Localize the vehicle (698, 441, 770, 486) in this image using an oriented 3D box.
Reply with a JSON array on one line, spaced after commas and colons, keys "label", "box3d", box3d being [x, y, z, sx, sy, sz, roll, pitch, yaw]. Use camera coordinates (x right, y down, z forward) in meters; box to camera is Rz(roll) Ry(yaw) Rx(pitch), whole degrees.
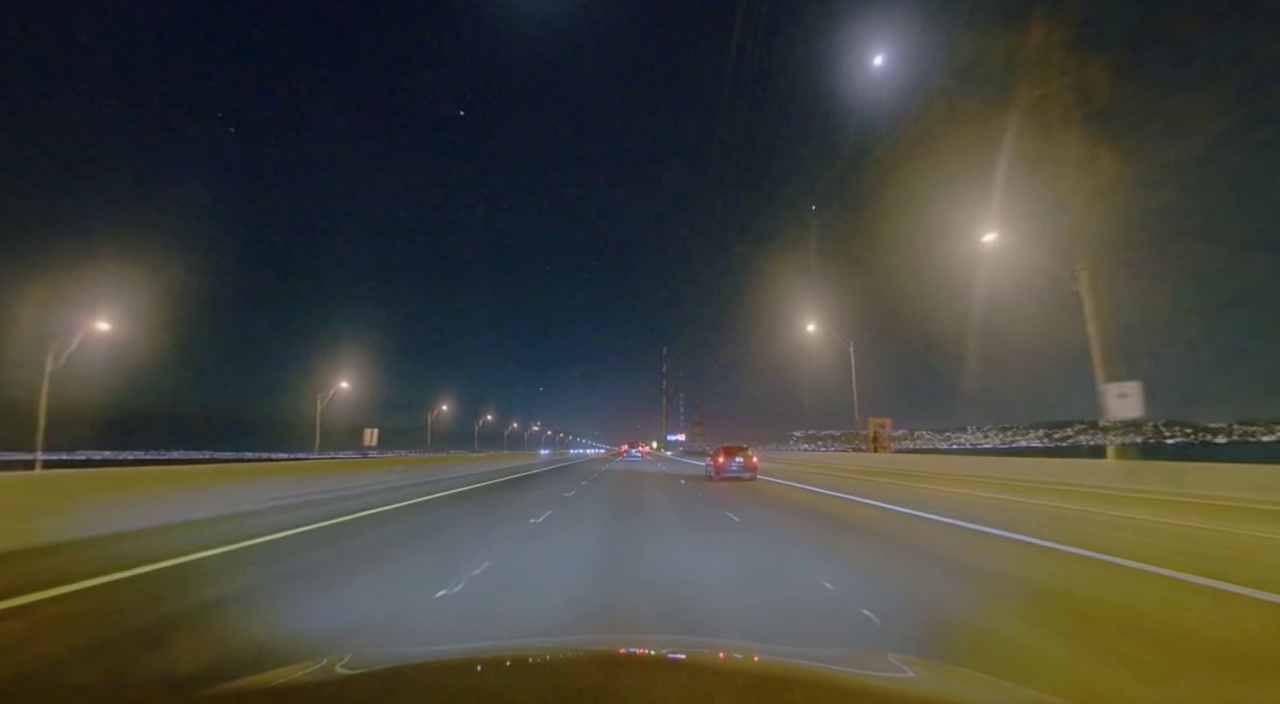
[{"label": "vehicle", "box3d": [3.390, 4.106, 23.583, 1.890, 1.490, 4.373, 0, -8, -1]}]
